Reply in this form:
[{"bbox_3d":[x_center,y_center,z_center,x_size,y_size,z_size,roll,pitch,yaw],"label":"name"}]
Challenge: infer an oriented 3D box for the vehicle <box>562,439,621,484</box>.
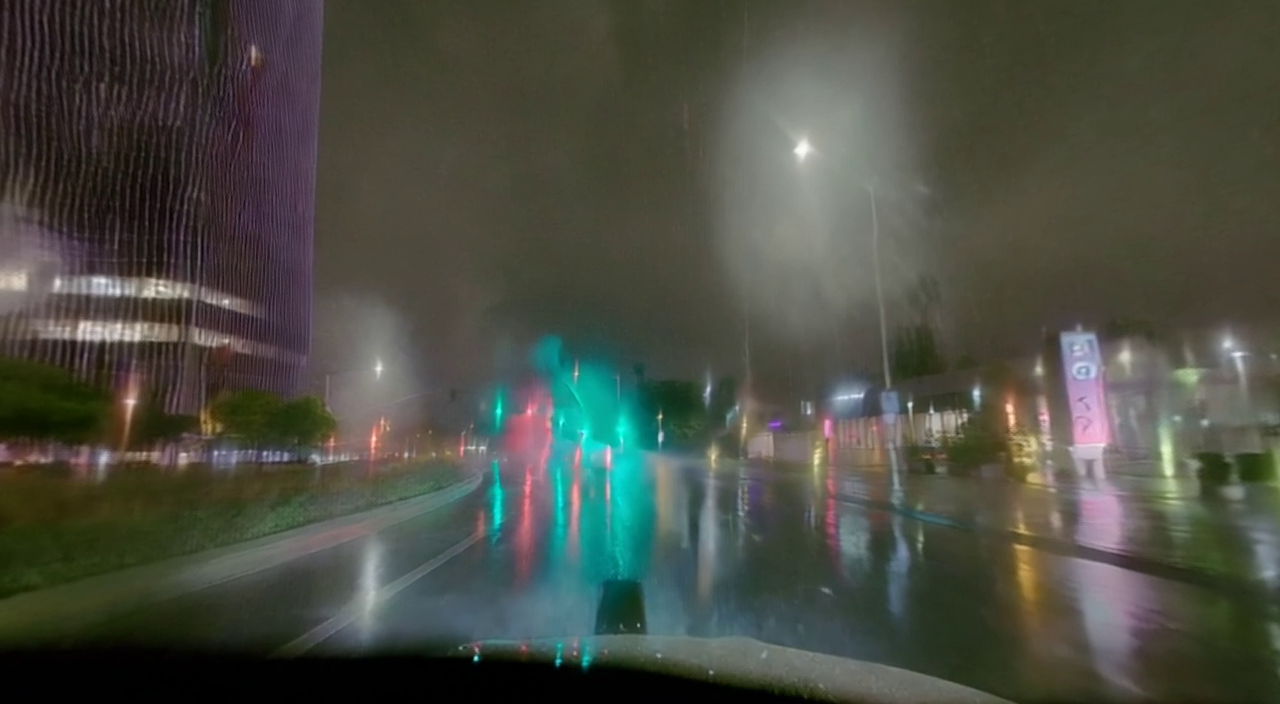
[{"bbox_3d":[-1.979,4.465,25.934,2.183,1.675,4.319,1,-9,-4],"label":"vehicle"}]
